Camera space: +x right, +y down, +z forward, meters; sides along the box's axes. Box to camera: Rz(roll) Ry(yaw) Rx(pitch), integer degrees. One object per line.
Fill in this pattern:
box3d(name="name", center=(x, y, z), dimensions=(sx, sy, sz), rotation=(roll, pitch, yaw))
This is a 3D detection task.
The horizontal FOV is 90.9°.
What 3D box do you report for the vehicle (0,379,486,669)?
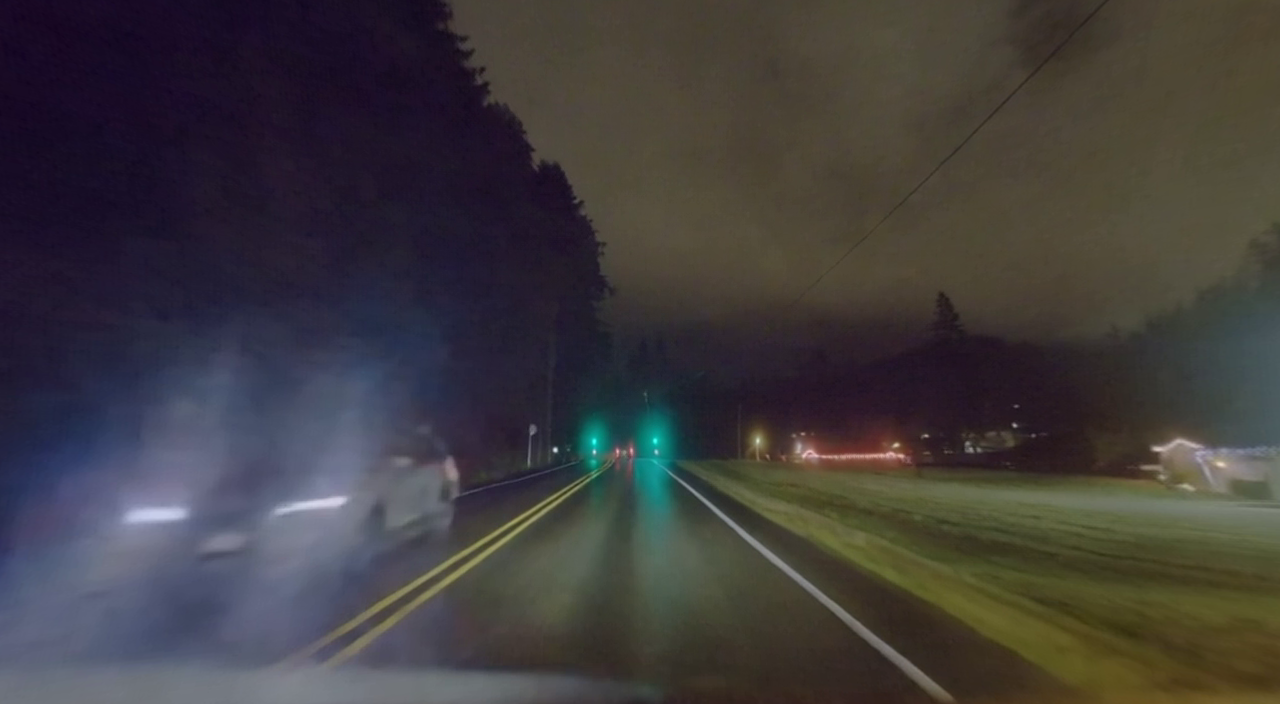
box3d(name="vehicle", center=(-3.895, 1.625, 7.492), dimensions=(2.531, 1.923, 6.417), rotation=(0, -9, 0))
